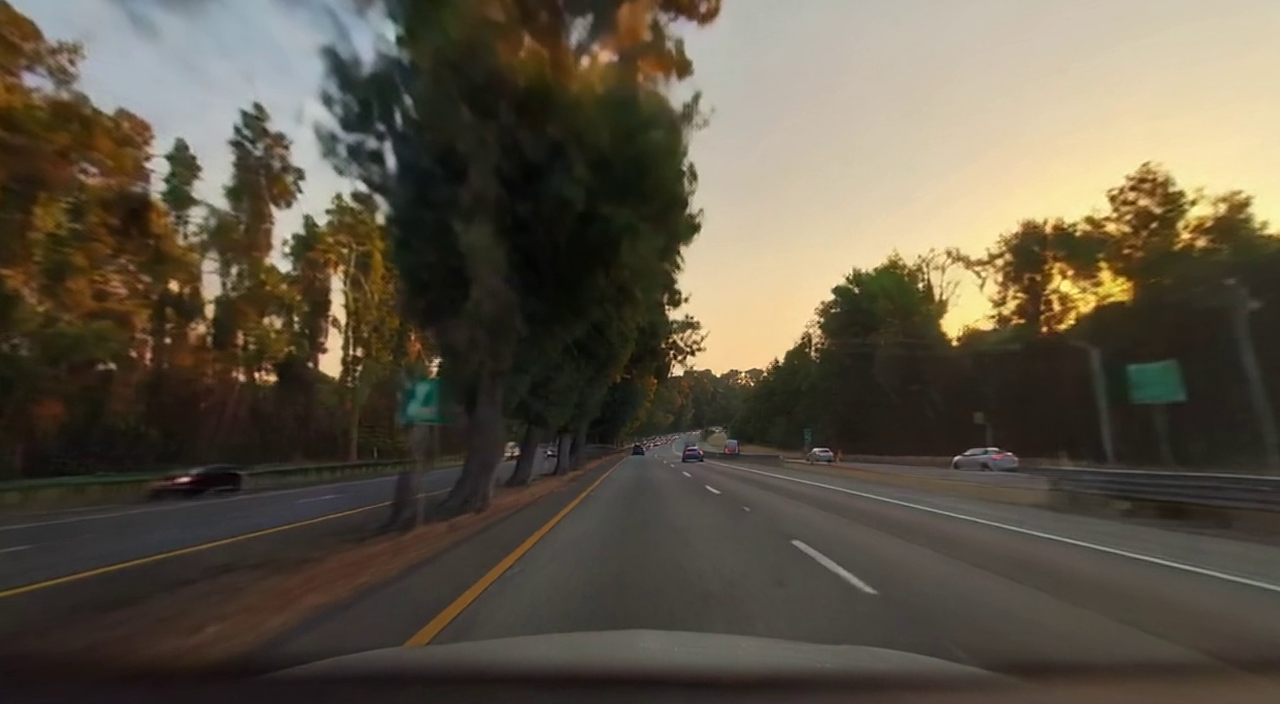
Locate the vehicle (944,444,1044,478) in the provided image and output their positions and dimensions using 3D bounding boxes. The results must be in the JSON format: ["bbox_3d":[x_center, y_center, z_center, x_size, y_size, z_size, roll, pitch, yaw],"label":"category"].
[{"bbox_3d":[15.379,4.750,27.623,1.926,1.386,3.719,1,-9,-6],"label":"vehicle"}]
